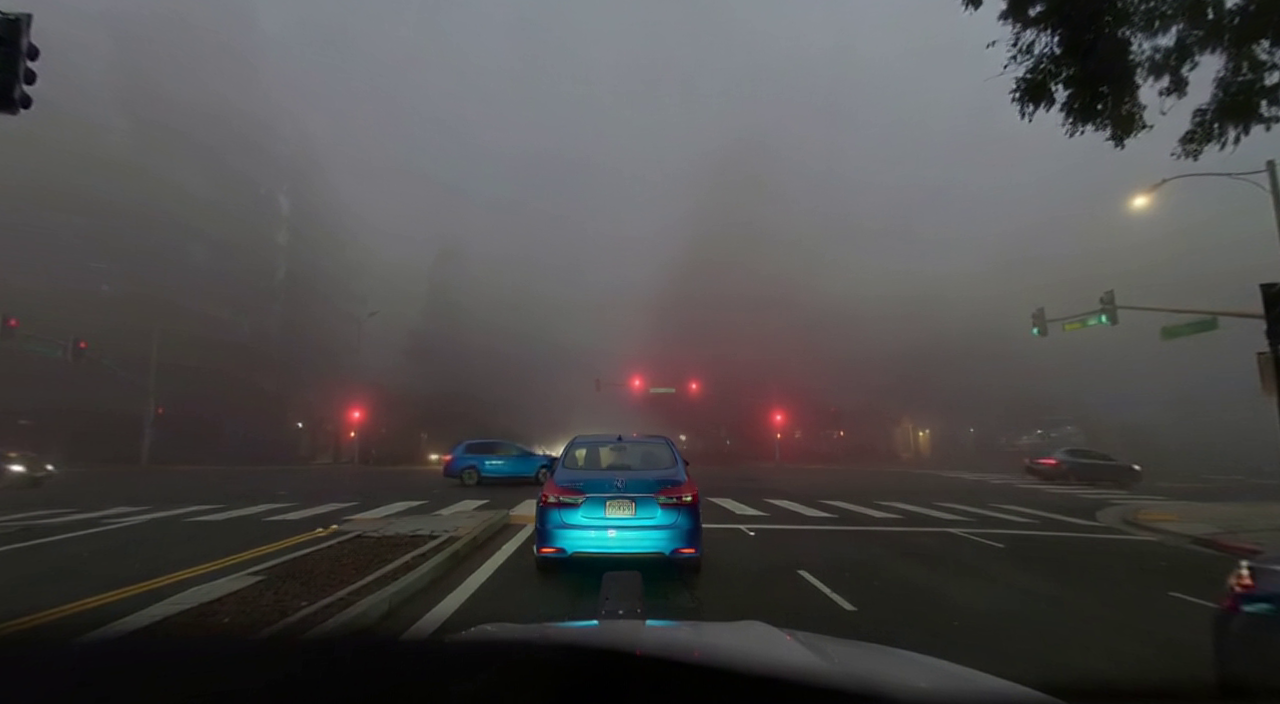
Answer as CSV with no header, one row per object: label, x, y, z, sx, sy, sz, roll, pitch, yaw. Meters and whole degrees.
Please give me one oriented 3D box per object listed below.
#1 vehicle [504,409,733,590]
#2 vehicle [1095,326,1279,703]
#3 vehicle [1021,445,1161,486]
vehicle,-0.226,1.623,7.758,2.066,1.618,3.922,0,-8,-1
vehicle,3.379,0.607,0.858,1.995,1.787,4.810,2,-8,1
vehicle,20.278,5.101,28.530,4.912,1.731,2.022,1,-8,-6
